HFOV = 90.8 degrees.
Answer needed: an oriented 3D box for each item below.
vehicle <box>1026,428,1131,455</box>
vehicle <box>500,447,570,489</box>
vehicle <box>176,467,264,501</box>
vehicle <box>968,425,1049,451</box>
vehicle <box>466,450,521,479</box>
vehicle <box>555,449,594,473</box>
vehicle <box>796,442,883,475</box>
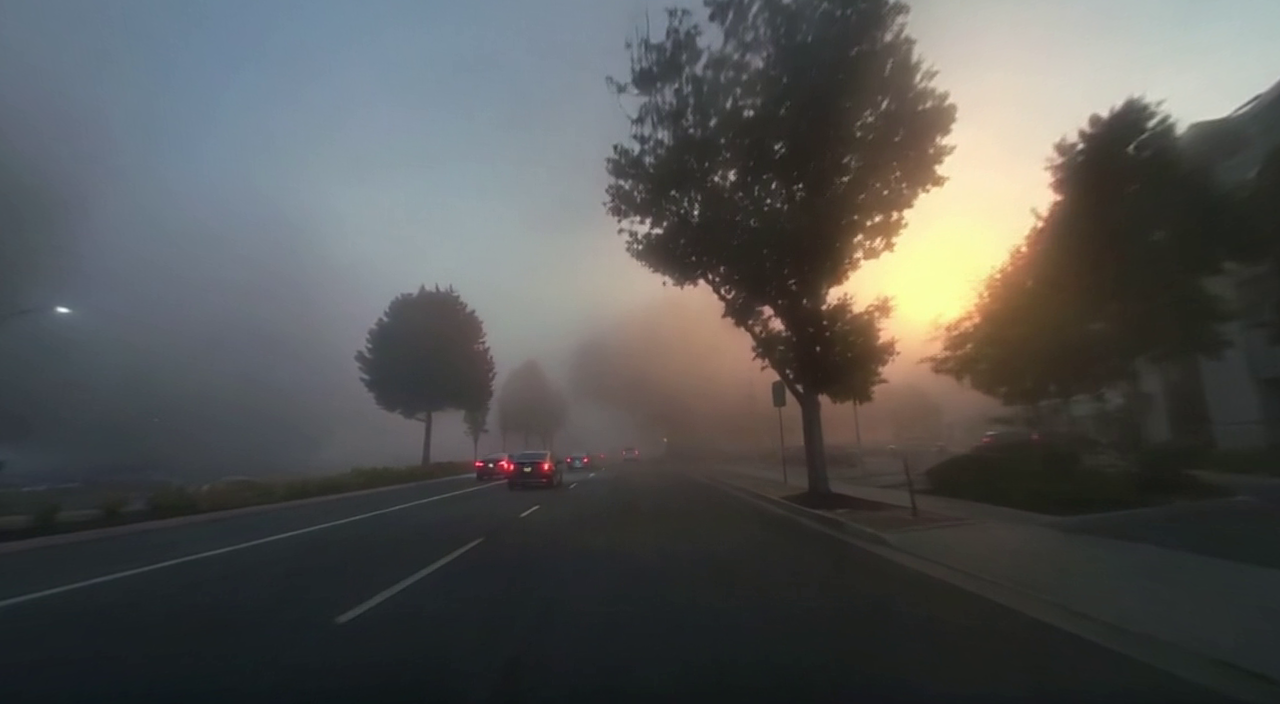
[{"bbox_3d":[25.024,5.111,36.153,4.614,1.464,1.856,0,-9,0],"label":"vehicle"},{"bbox_3d":[-4.081,4.579,25.337,2.011,1.483,4.596,0,-9,0],"label":"vehicle"},{"bbox_3d":[-23.544,7.377,35.622,2.007,1.501,4.340,-4,-9,0],"label":"vehicle"},{"bbox_3d":[24.866,5.836,42.729,4.154,1.662,2.113,-1,-8,1],"label":"vehicle"},{"bbox_3d":[-8.277,6.379,36.092,1.976,1.497,4.709,0,-9,0],"label":"vehicle"},{"bbox_3d":[-4.124,6.934,40.252,1.971,1.414,4.317,0,-9,0],"label":"vehicle"},{"bbox_3d":[12.711,6.815,40.495,4.790,1.439,2.034,-8,-9,0],"label":"vehicle"}]
